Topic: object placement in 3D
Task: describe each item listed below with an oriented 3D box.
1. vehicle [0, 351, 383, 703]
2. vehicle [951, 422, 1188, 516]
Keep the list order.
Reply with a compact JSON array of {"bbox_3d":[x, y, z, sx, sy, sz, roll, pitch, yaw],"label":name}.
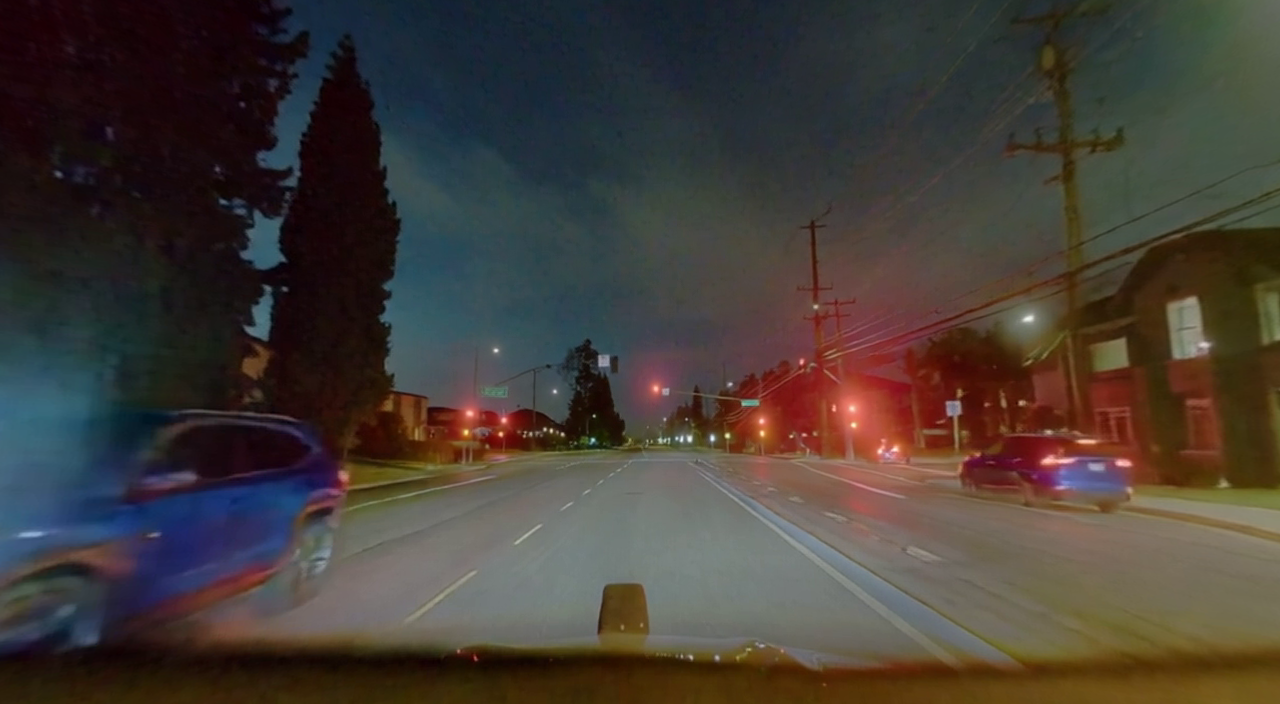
[{"bbox_3d":[-3.973,1.168,4.726,2.012,1.778,4.990,0,-8,-1],"label":"vehicle"},{"bbox_3d":[9.484,2.612,14.627,2.170,1.771,4.908,-1,-8,2],"label":"vehicle"}]
